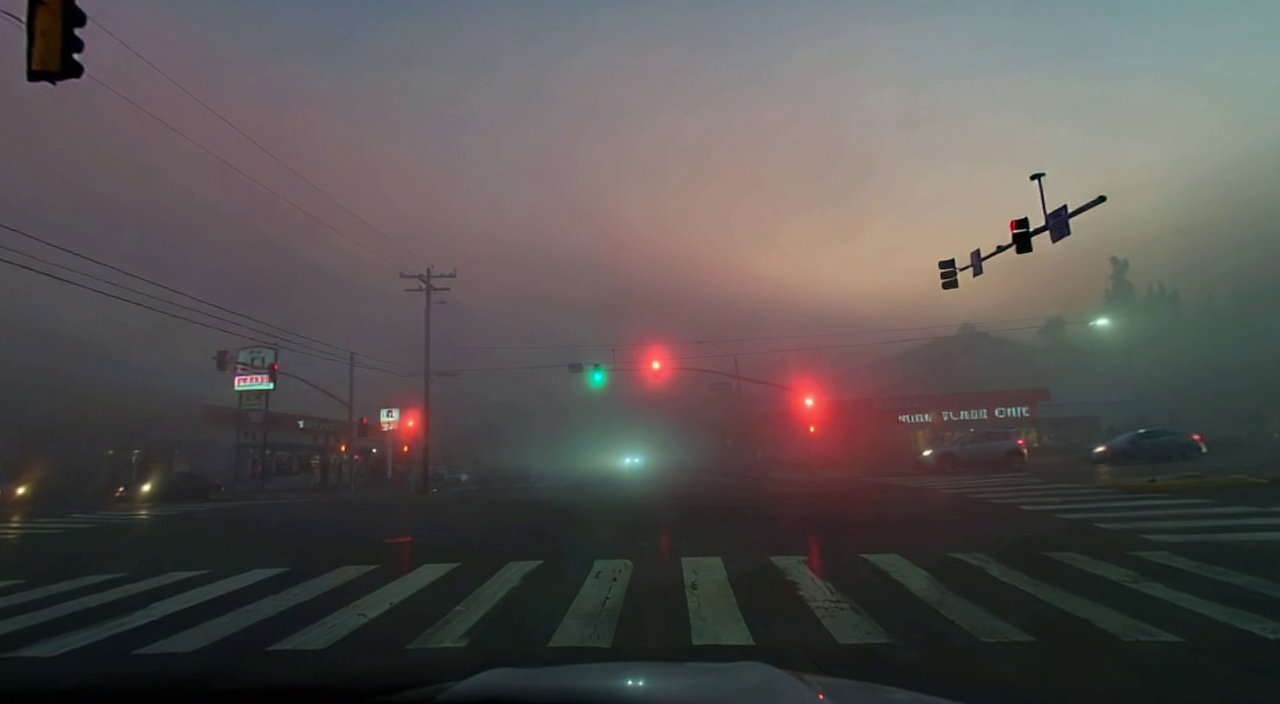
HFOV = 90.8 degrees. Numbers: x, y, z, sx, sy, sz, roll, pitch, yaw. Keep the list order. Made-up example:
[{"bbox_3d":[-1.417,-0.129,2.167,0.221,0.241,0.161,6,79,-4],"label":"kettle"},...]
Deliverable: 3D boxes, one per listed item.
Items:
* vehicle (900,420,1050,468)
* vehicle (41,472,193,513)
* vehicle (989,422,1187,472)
[{"bbox_3d":[13.013,3.652,24.948,4.916,1.730,1.986,-4,-9,21],"label":"vehicle"},{"bbox_3d":[-21.163,5.678,25.653,4.676,1.463,1.909,-1,-8,6],"label":"vehicle"},{"bbox_3d":[14.354,3.098,20.626,4.835,1.487,1.913,-4,-9,20],"label":"vehicle"}]
